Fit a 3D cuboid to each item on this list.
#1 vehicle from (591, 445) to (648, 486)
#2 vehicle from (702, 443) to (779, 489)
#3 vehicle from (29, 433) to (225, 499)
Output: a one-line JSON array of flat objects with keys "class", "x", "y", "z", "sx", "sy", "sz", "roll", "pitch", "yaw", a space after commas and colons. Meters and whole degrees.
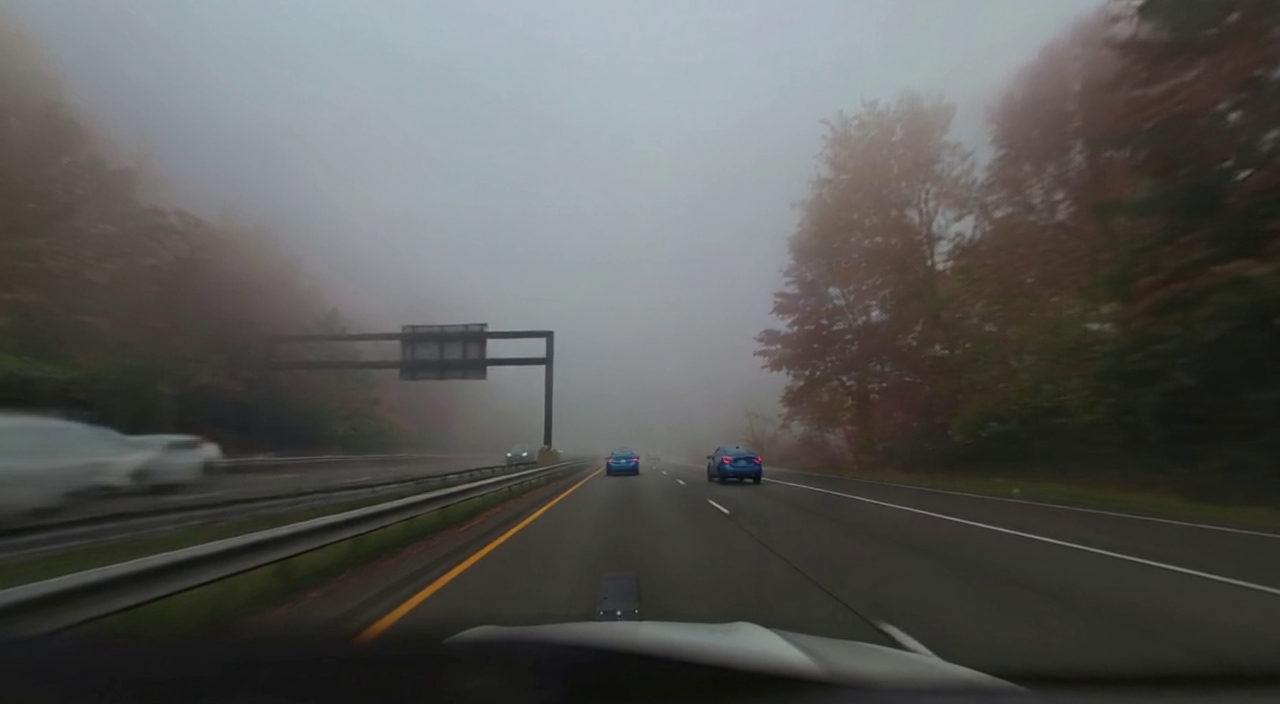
[{"class": "vehicle", "x": -0.784, "y": 4.550, "z": 25.479, "sx": 2.128, "sy": 1.516, "sz": 4.410, "roll": 0, "pitch": -9, "yaw": 0}, {"class": "vehicle", "x": 3.782, "y": 4.354, "z": 24.320, "sx": 2.300, "sy": 1.595, "sz": 4.144, "roll": 0, "pitch": -9, "yaw": 0}, {"class": "vehicle", "x": -13.719, "y": 3.059, "z": 17.149, "sx": 2.006, "sy": 1.561, "sz": 3.971, "roll": 0, "pitch": -9, "yaw": -1}]
